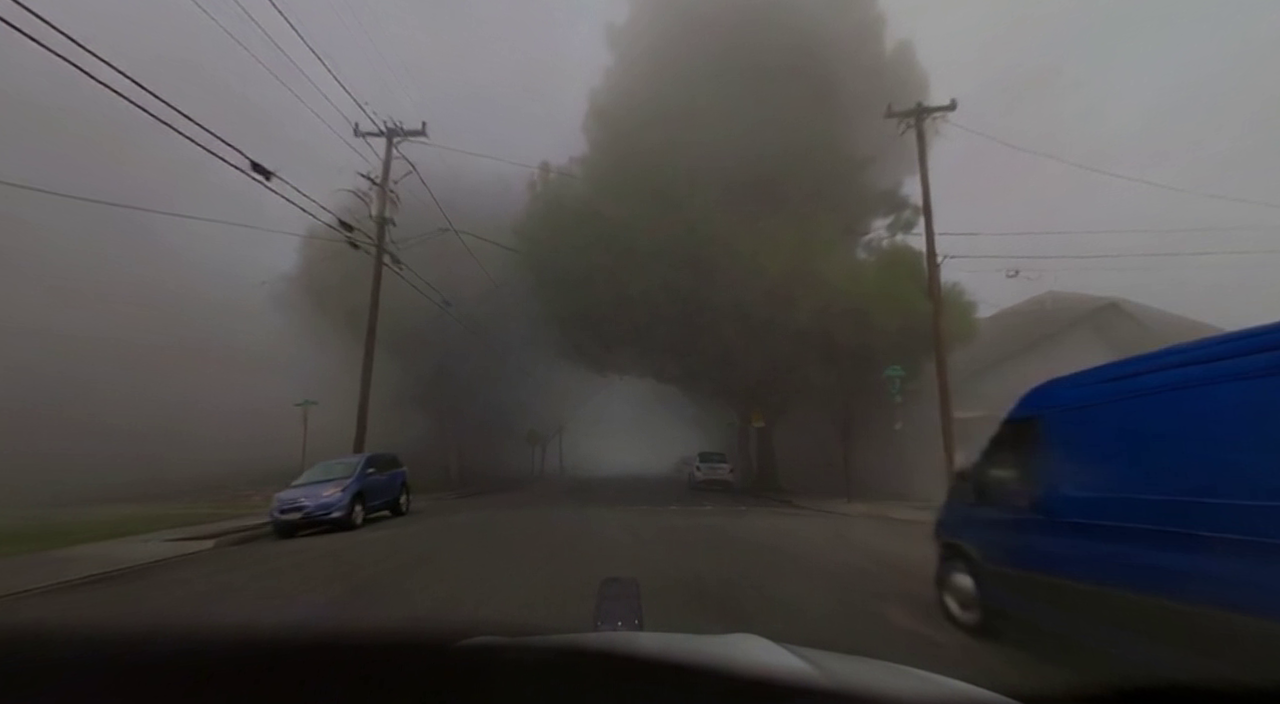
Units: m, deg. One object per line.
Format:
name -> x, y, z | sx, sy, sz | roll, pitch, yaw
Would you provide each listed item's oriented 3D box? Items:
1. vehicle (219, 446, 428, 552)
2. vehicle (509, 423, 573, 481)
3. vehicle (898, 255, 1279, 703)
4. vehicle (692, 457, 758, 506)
vehicle -> -6.486, 2.994, 13.698 | 2.057, 1.632, 4.730 | -1, -6, 1
vehicle -> -6.652, 6.974, 43.481 | 3.115, 3.562, 7.695 | -2, -10, 1
vehicle -> 3.195, 0.726, 2.542 | 2.145, 1.935, 5.054 | 0, -8, 0
vehicle -> 3.304, 5.132, 25.379 | 2.010, 1.661, 4.615 | 0, -8, 0
